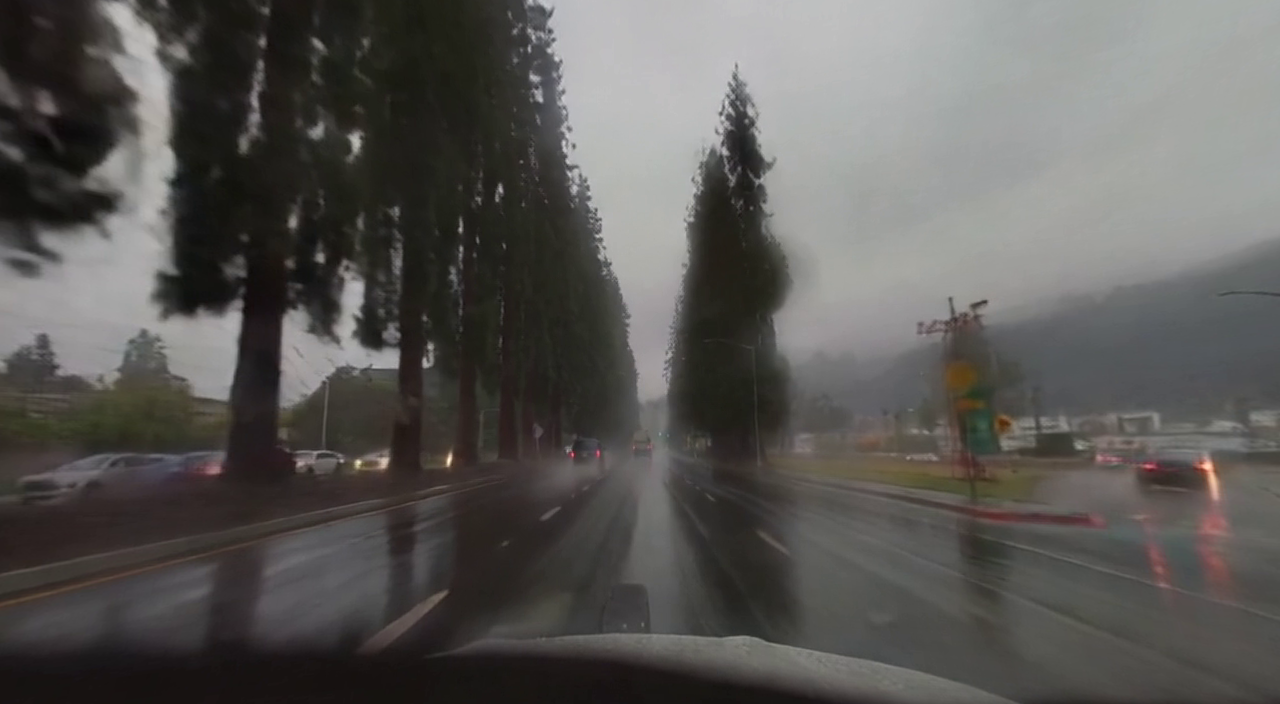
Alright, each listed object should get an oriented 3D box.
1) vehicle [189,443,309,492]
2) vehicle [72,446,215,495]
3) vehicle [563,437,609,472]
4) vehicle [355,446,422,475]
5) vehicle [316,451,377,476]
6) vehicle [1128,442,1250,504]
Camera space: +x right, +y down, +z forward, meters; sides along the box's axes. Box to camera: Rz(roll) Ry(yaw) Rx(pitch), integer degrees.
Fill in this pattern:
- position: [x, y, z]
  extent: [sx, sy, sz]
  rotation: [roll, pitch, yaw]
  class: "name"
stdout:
- position: [-16.003, 4.710, 26.166]
  extent: [2.182, 1.790, 4.713]
  rotation: [0, -9, -4]
  class: "vehicle"
- position: [-20.094, 4.816, 25.841]
  extent: [2.036, 1.770, 4.623]
  rotation: [1, -10, 0]
  class: "vehicle"
- position: [-3.158, 6.197, 38.156]
  extent: [2.255, 1.940, 4.822]
  rotation: [0, -9, 1]
  class: "vehicle"
- position: [-16.543, 7.136, 41.723]
  extent: [2.225, 1.719, 4.915]
  rotation: [-1, -9, 2]
  class: "vehicle"
- position: [-19.771, 7.534, 42.711]
  extent: [1.880, 1.543, 4.487]
  rotation: [-1, -9, 1]
  class: "vehicle"
- position: [17.738, 3.864, 20.654]
  extent: [2.280, 1.757, 4.572]
  rotation: [-6, -10, 33]
  class: "vehicle"
